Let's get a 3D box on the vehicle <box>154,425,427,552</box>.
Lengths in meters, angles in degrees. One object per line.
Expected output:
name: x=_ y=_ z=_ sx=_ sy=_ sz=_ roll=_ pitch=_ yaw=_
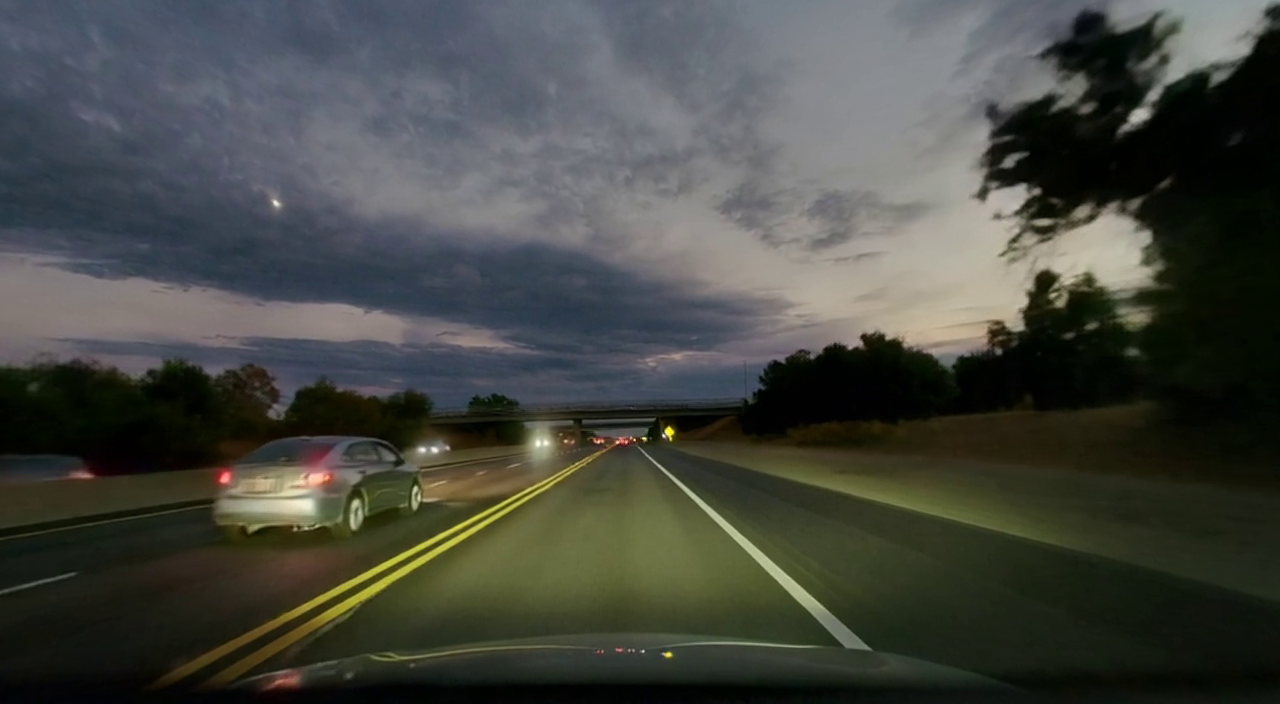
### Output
vehicle: x=-4.838 y=1.892 z=9.497 sx=1.965 sy=1.513 sz=3.774 roll=0 pitch=-8 yaw=-1
